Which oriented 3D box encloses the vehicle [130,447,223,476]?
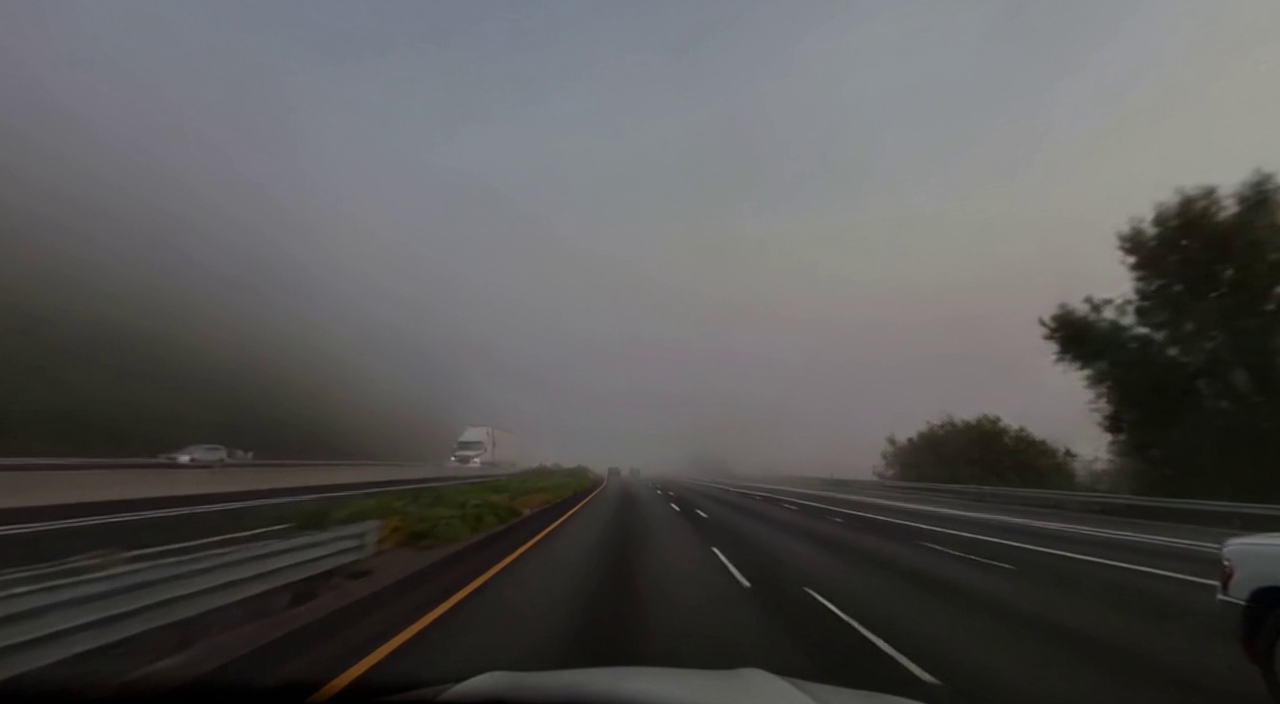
[{"bbox_3d":[-26.891,6.386,36.679,1.873,1.540,4.546,0,-10,1],"label":"vehicle"}]

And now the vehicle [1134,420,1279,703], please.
[{"bbox_3d":[4.021,0.824,1.458,1.965,1.502,4.599,1,-10,0],"label":"vehicle"}]
